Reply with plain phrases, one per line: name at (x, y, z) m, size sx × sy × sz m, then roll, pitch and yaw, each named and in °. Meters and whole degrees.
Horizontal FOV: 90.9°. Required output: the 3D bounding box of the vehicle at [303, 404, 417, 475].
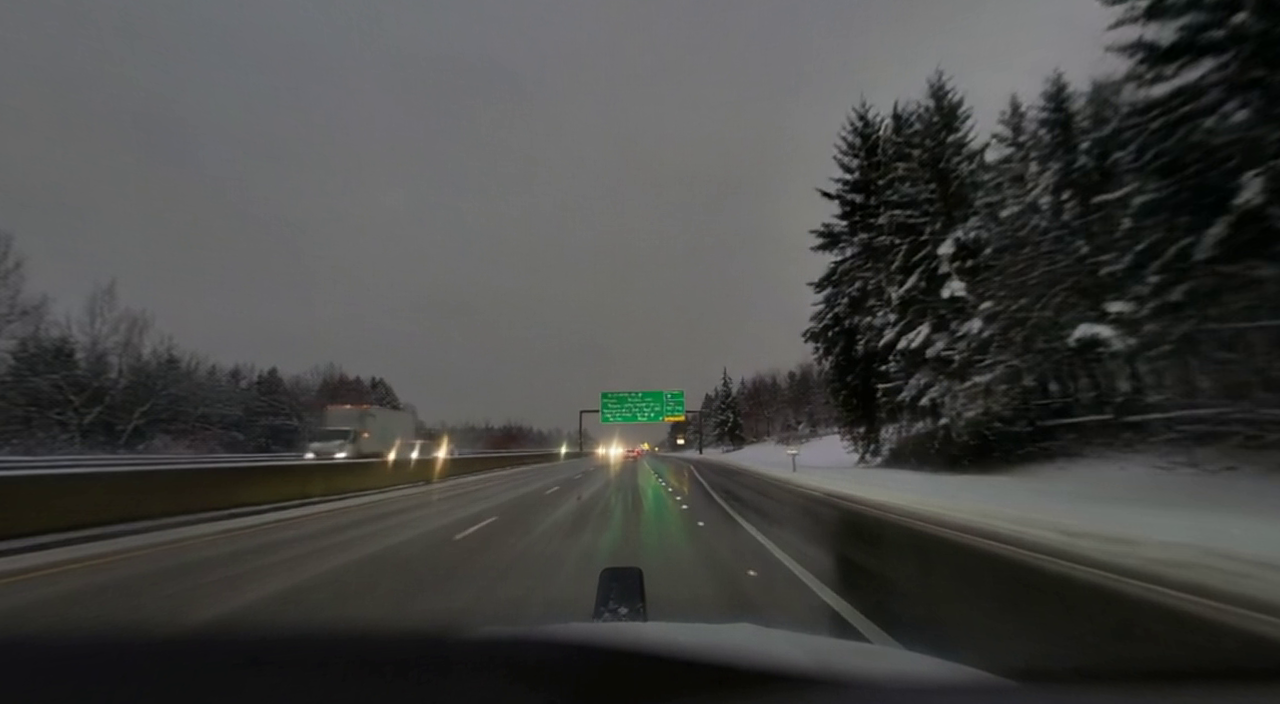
vehicle at (-17.977, 5.835, 41.582) m, size 3.044 × 4.093 × 10.129 m, roll 0°, pitch -9°, yaw -1°
